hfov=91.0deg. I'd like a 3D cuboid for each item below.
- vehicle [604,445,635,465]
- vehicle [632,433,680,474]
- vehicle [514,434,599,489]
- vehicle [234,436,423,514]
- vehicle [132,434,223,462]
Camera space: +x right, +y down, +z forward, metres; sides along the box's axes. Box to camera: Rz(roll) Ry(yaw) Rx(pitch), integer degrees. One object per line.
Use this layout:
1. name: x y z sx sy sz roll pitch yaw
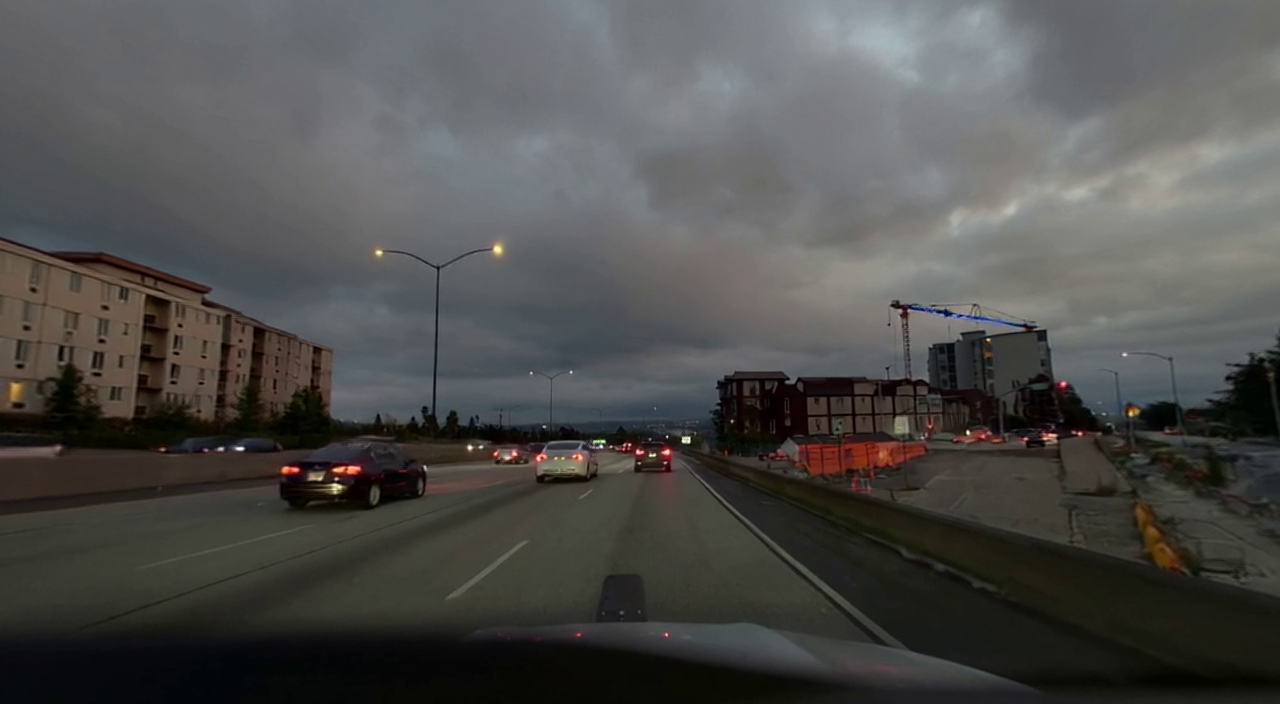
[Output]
1. vehicle: -1.588 8.000 49.190 2.029 1.497 3.960 0 -8 4
2. vehicle: 0.773 4.831 30.101 2.116 1.763 4.352 0 -8 2
3. vehicle: -2.716 3.727 21.751 2.109 1.657 4.554 0 -8 3
4. vehicle: -6.854 2.729 14.531 1.959 1.486 4.460 0 -8 2
5. vehicle: -29.628 6.159 40.549 1.971 1.678 4.886 0 -8 3
